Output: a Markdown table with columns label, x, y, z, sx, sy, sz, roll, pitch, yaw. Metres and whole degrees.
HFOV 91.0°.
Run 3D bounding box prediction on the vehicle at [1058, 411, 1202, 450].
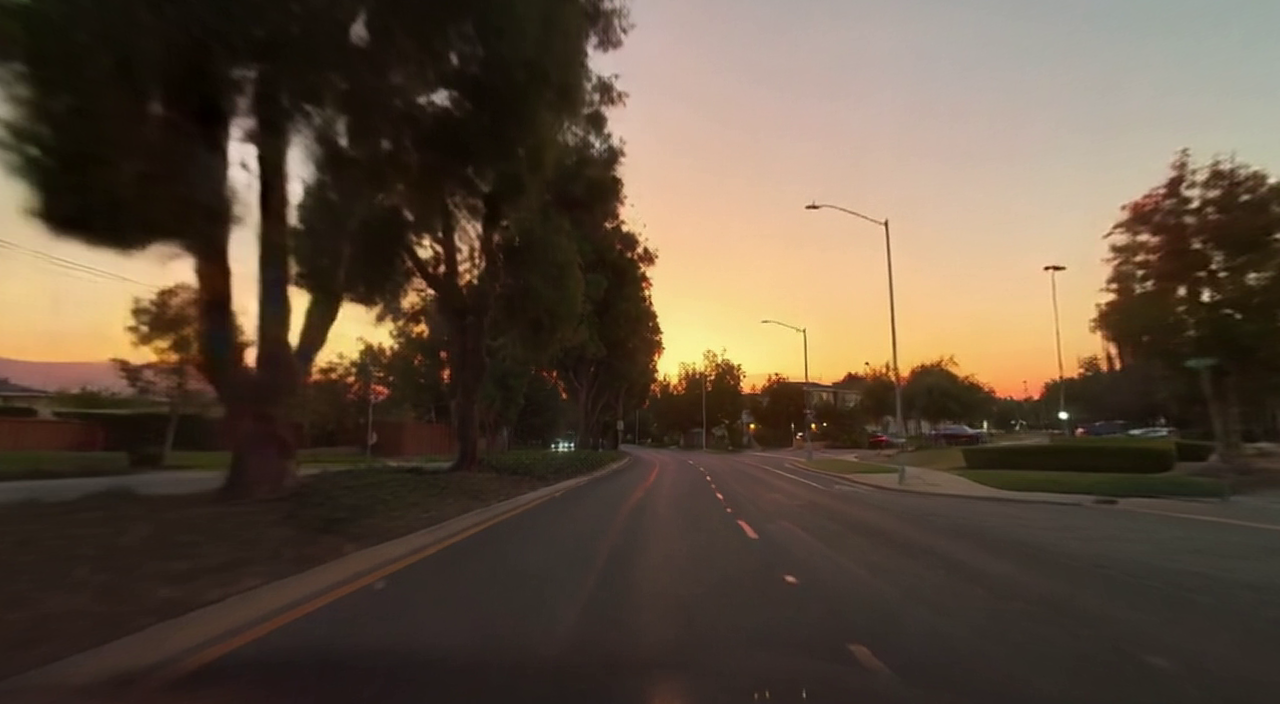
| label | x | y | z | sx | sy | sz | roll | pitch | yaw |
| --- | --- | --- | --- | --- | --- | --- | --- | --- | --- |
| vehicle | 31.242 | 5.117 | 40.421 | 2.569 | 2.236 | 6.684 | 7 | -11 | -36 |
